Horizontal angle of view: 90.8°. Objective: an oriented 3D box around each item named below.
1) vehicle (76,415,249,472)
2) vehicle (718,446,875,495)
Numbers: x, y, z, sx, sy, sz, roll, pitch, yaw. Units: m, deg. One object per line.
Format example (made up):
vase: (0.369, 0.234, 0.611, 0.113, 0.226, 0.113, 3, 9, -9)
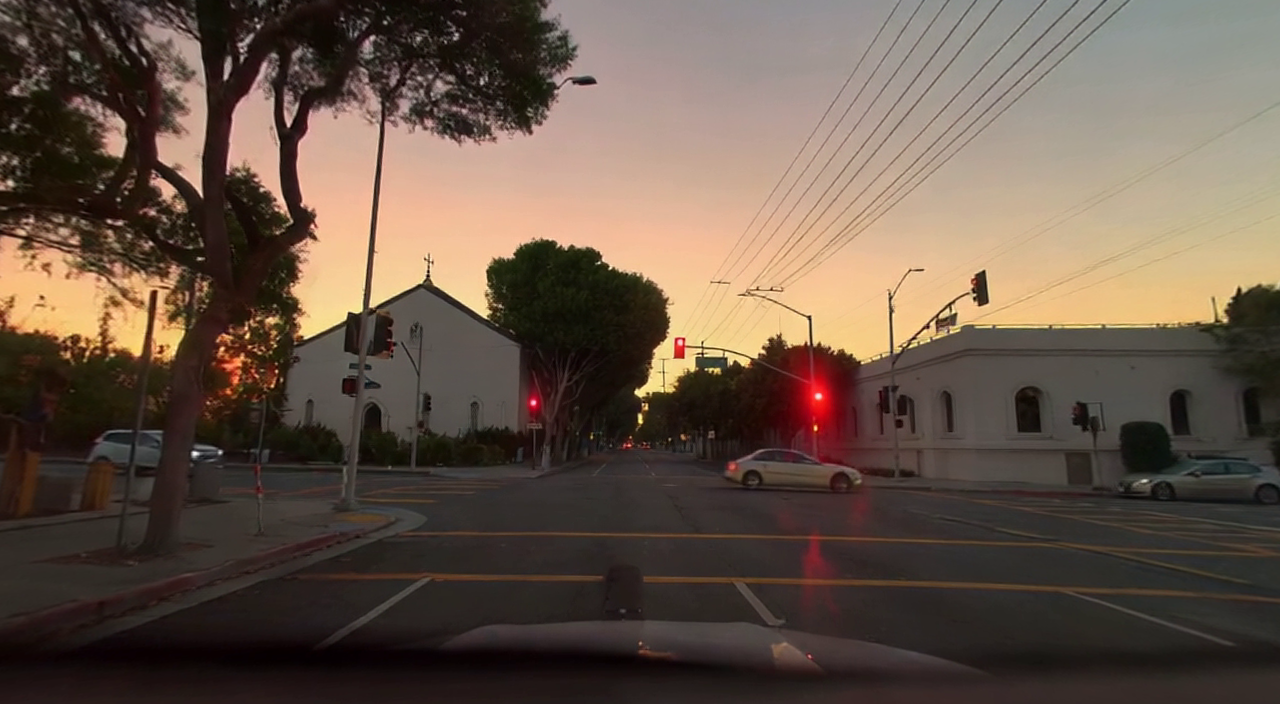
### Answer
vehicle: (-16.723, 3.230, 22.338, 4.372, 1.892, 2.002, 0, -9, -1)
vehicle: (5.045, 3.896, 20.992, 4.718, 1.497, 2.032, 0, -9, 3)
